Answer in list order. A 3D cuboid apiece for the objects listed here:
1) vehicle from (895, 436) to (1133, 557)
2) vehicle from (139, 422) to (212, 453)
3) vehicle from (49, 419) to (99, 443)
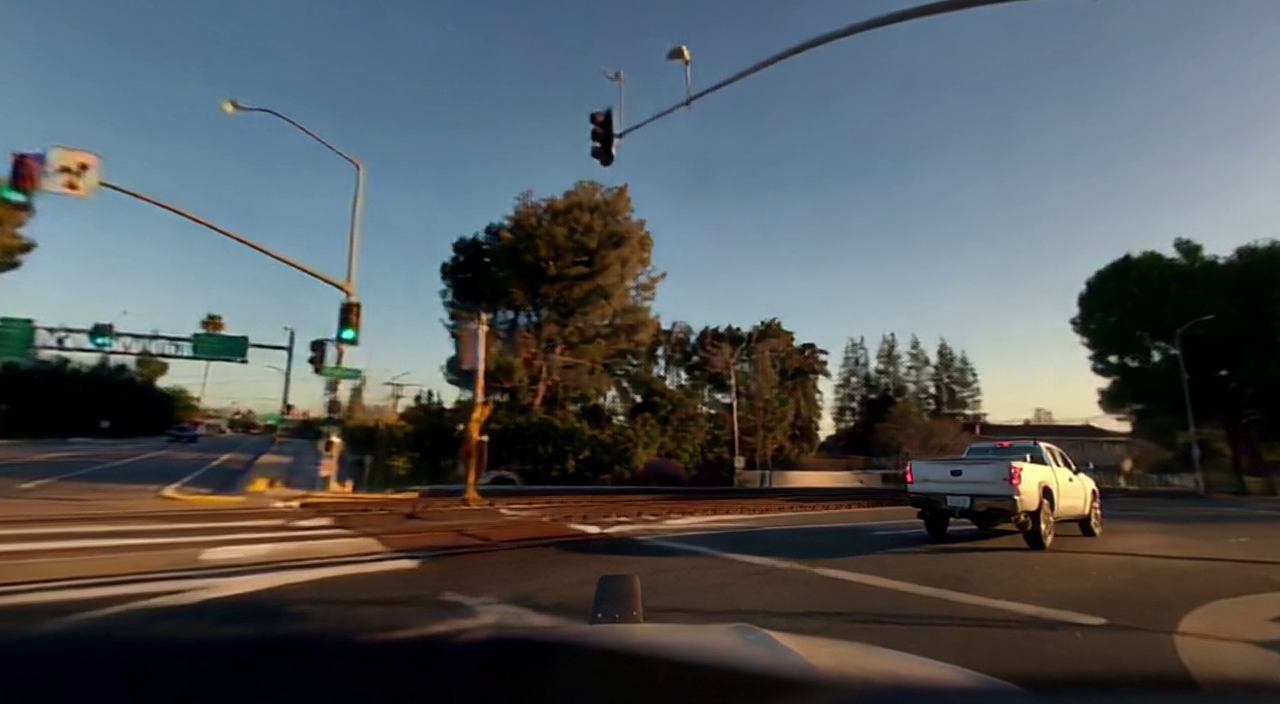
[{"bbox_3d":[7.745,2.768,12.885,5.251,1.926,2.404,8,-12,-39],"label":"vehicle"},{"bbox_3d":[-24.566,4.596,33.610,2.004,1.482,4.799,4,-10,-24],"label":"vehicle"},{"bbox_3d":[-44.142,6.216,49.361,1.913,1.675,4.418,5,-11,-29],"label":"vehicle"}]
